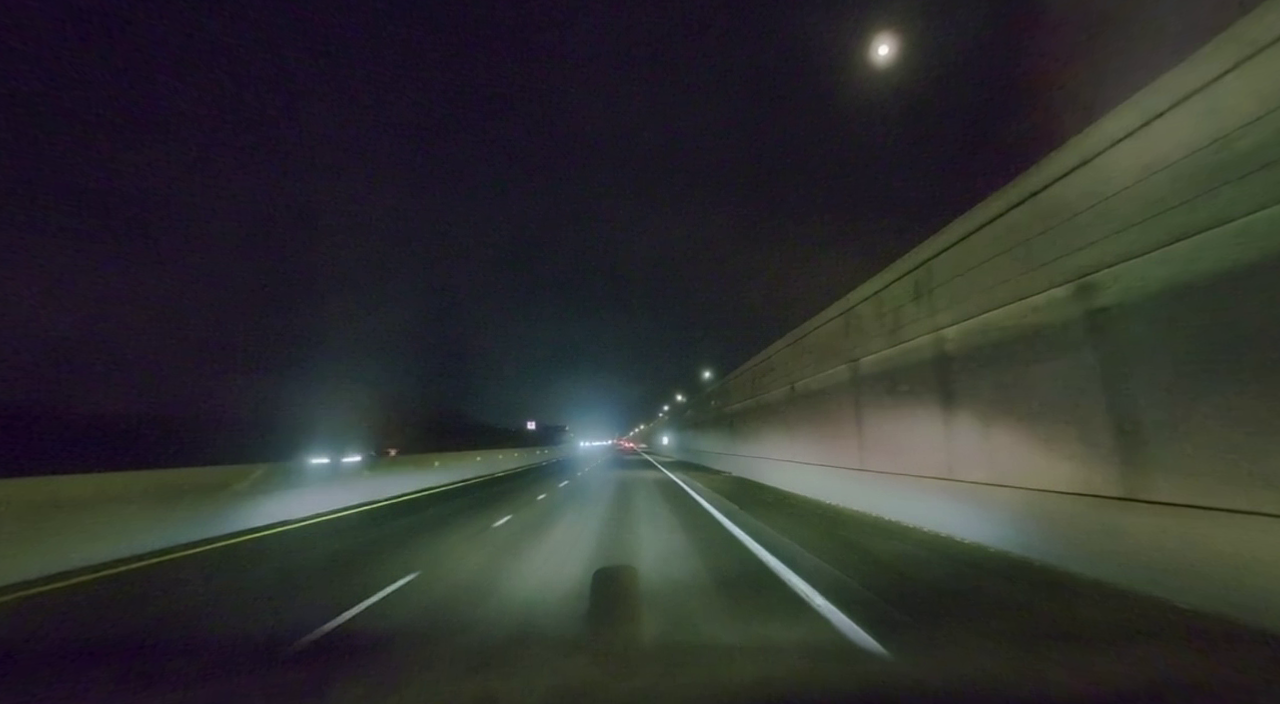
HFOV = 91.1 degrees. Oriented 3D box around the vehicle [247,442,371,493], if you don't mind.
[{"bbox_3d":[-10.631,3.690,20.577,1.837,1.448,4.088,0,-8,0],"label":"vehicle"}]
